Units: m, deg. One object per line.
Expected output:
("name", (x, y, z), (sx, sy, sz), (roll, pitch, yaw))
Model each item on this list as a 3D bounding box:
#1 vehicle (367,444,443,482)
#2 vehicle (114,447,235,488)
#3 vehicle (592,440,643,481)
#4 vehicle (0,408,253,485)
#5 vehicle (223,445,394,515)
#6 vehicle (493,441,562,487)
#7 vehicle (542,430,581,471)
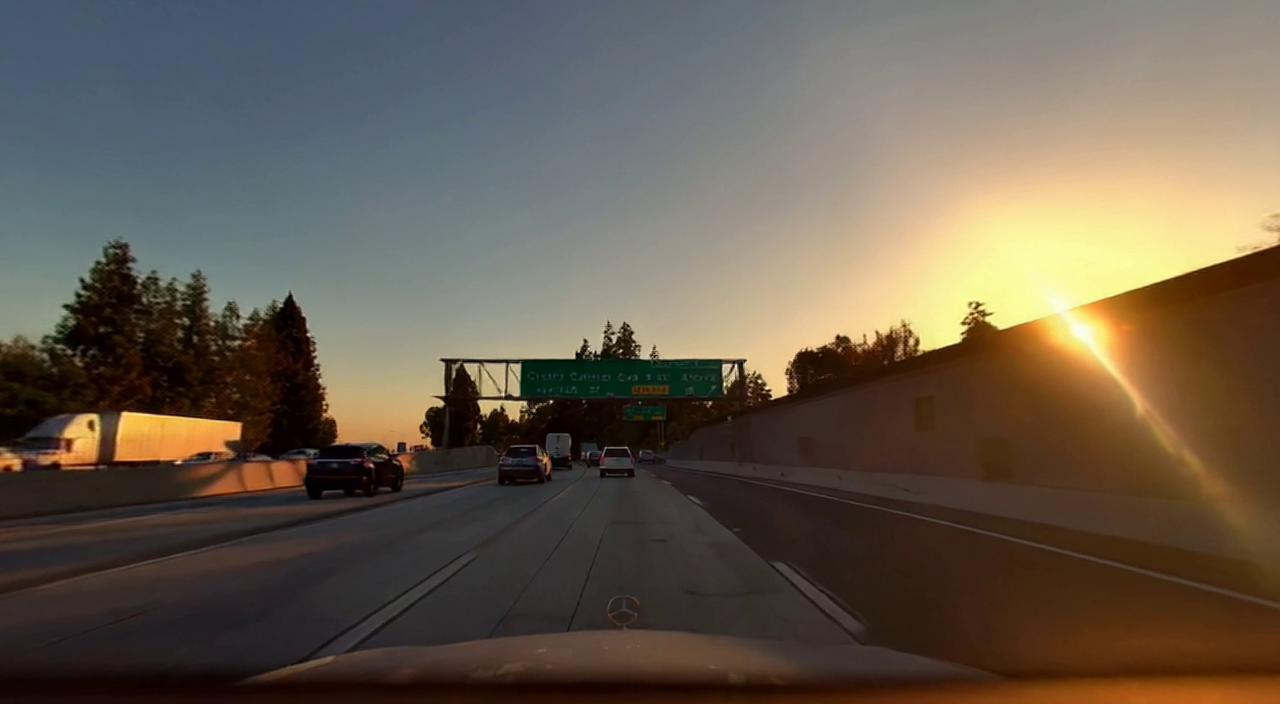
("vehicle", (-11.998, 5.674, 32.650), (2.079, 1.807, 5.187), (0, -8, -2))
("vehicle", (-20.134, 4.972, 27.575), (1.934, 1.609, 4.619), (0, -8, -3))
("vehicle", (-1.026, 4.753, 28.026), (2.092, 1.671, 3.772), (0, -8, -3))
("vehicle", (-24.305, 4.627, 31.129), (3.003, 2.982, 12.570), (0, -8, -3))
("vehicle", (-7.998, 3.074, 15.791), (1.896, 1.465, 4.399), (0, -8, 0))
("vehicle", (-4.307, 4.320, 24.737), (2.005, 1.631, 4.295), (0, -8, -1))
("vehicle", (-5.530, 7.017, 45.102), (2.279, 2.672, 5.256), (0, -8, -2))
